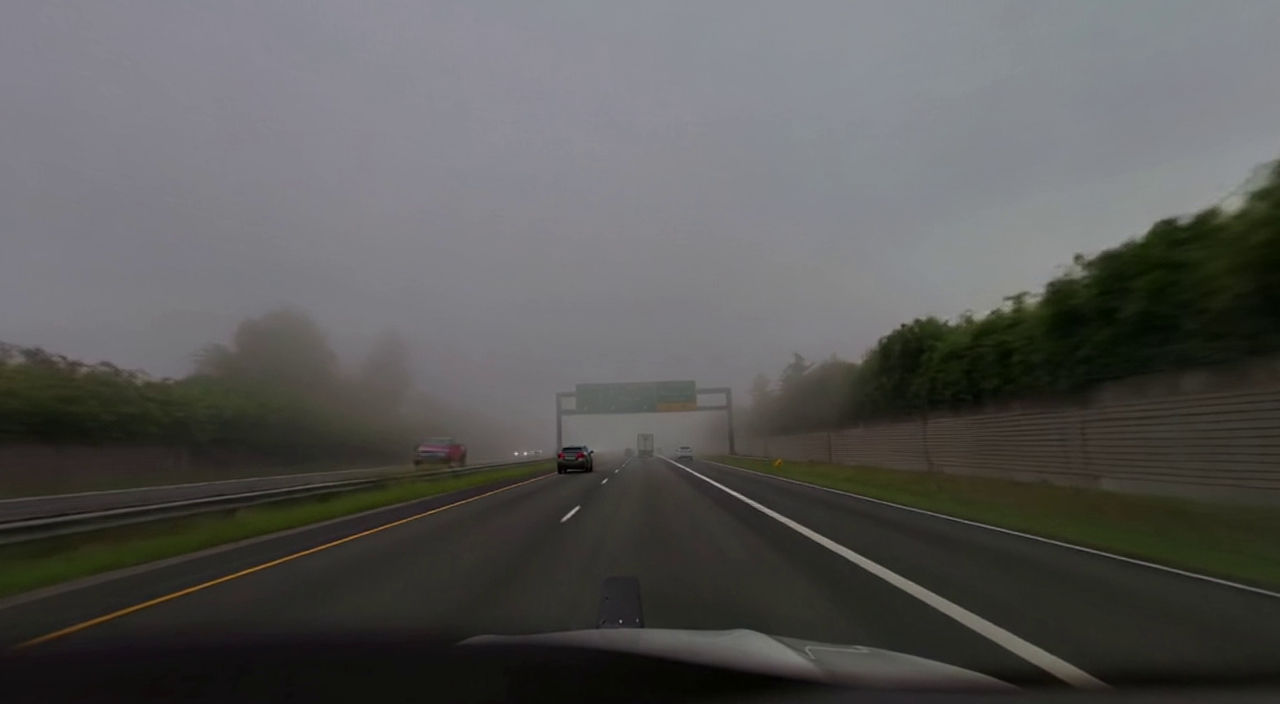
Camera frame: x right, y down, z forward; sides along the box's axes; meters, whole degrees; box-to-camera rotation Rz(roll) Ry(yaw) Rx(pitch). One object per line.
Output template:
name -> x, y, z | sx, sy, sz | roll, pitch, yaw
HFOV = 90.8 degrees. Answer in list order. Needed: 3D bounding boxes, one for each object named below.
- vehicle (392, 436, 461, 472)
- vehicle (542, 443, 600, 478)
vehicle -> -11.872, 5.703, 35.490 | 2.075, 1.873, 4.972 | 0, -9, 1
vehicle -> -3.028, 4.873, 28.589 | 2.020, 1.475, 4.434 | 0, -9, 1
